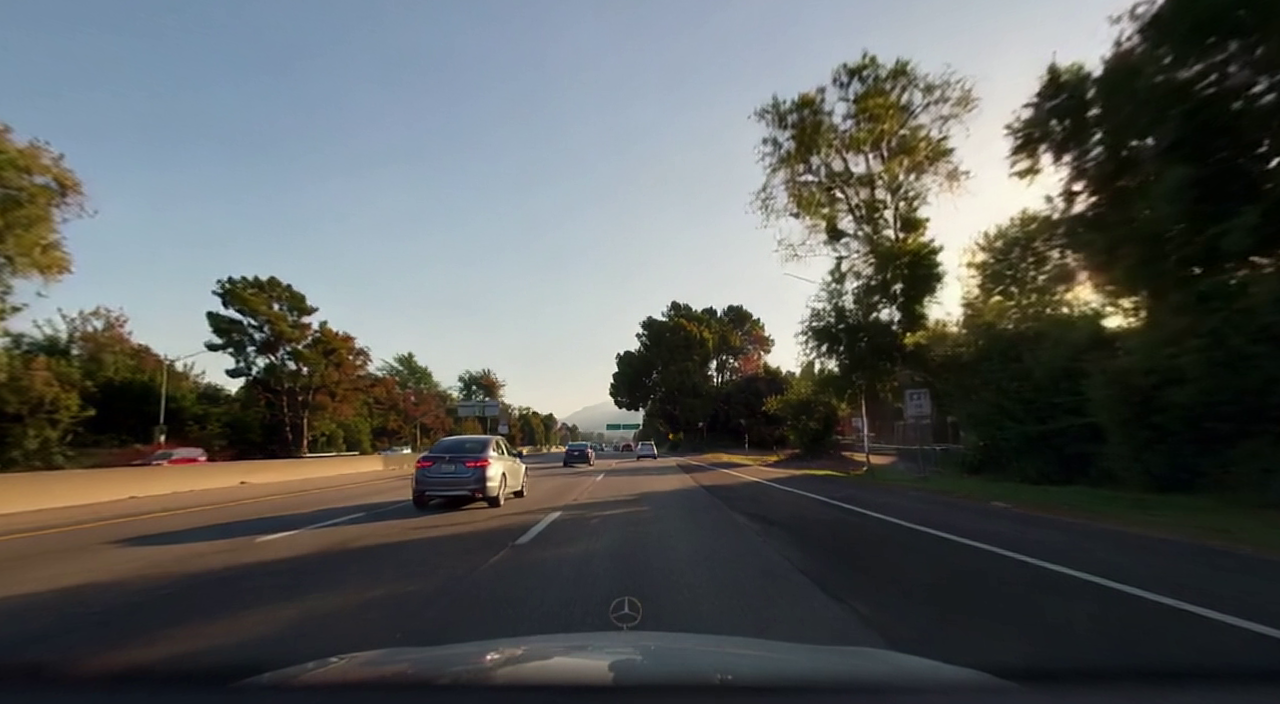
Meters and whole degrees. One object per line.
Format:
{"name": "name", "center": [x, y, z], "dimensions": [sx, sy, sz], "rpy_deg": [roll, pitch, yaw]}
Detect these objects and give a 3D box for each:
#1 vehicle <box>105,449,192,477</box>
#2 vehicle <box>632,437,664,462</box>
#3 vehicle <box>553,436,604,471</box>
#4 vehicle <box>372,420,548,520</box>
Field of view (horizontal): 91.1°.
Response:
{"name": "vehicle", "center": [-31.825, 7.146, 40.791], "dimensions": [1.842, 1.681, 4.393], "rpy_deg": [-1, -8, 4]}
{"name": "vehicle", "center": [0.601, 7.328, 47.467], "dimensions": [2.285, 1.797, 4.478], "rpy_deg": [0, -8, 0]}
{"name": "vehicle", "center": [-3.026, 5.117, 31.874], "dimensions": [2.056, 1.679, 4.204], "rpy_deg": [0, -8, 2]}
{"name": "vehicle", "center": [-3.422, 2.360, 13.198], "dimensions": [2.040, 1.672, 5.122], "rpy_deg": [0, -8, 2]}
